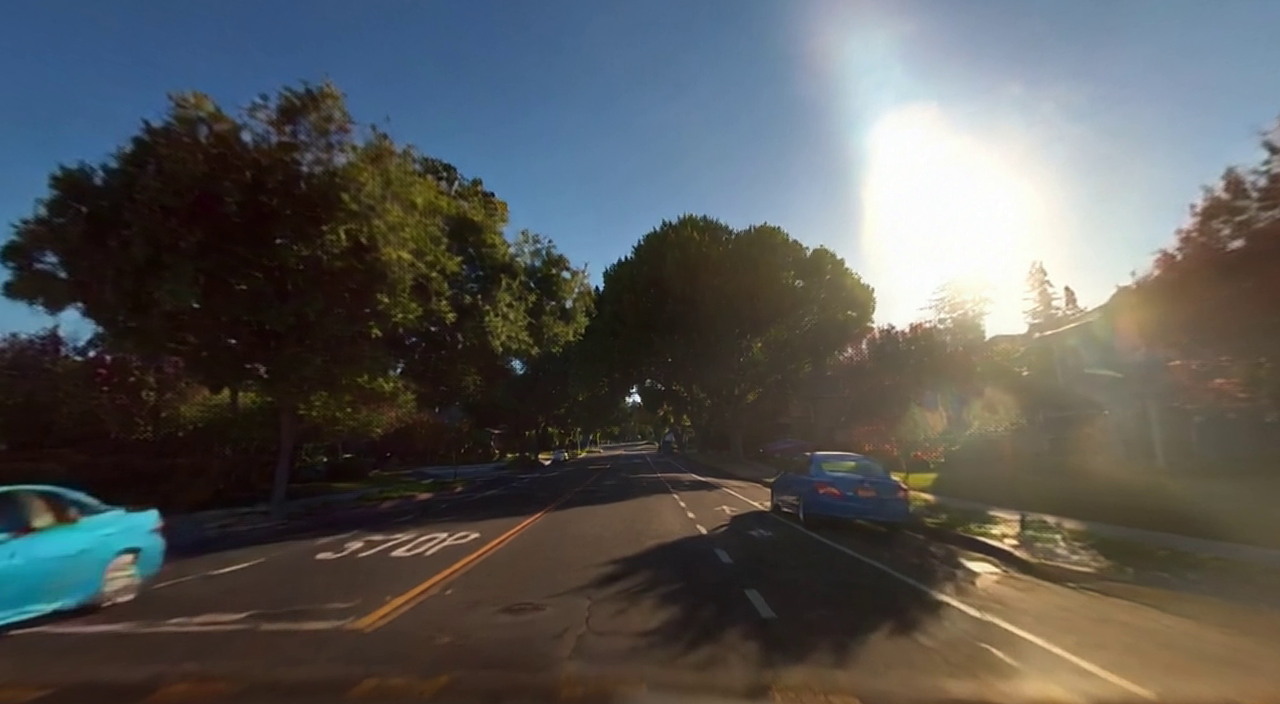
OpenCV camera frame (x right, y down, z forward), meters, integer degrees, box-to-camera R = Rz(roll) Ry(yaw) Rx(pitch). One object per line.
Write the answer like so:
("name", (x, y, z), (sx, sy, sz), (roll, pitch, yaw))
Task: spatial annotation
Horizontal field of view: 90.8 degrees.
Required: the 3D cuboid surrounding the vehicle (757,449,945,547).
("vehicle", (3.714, 2.624, 12.116), (1.961, 1.472, 4.434), (0, -8, -1))
